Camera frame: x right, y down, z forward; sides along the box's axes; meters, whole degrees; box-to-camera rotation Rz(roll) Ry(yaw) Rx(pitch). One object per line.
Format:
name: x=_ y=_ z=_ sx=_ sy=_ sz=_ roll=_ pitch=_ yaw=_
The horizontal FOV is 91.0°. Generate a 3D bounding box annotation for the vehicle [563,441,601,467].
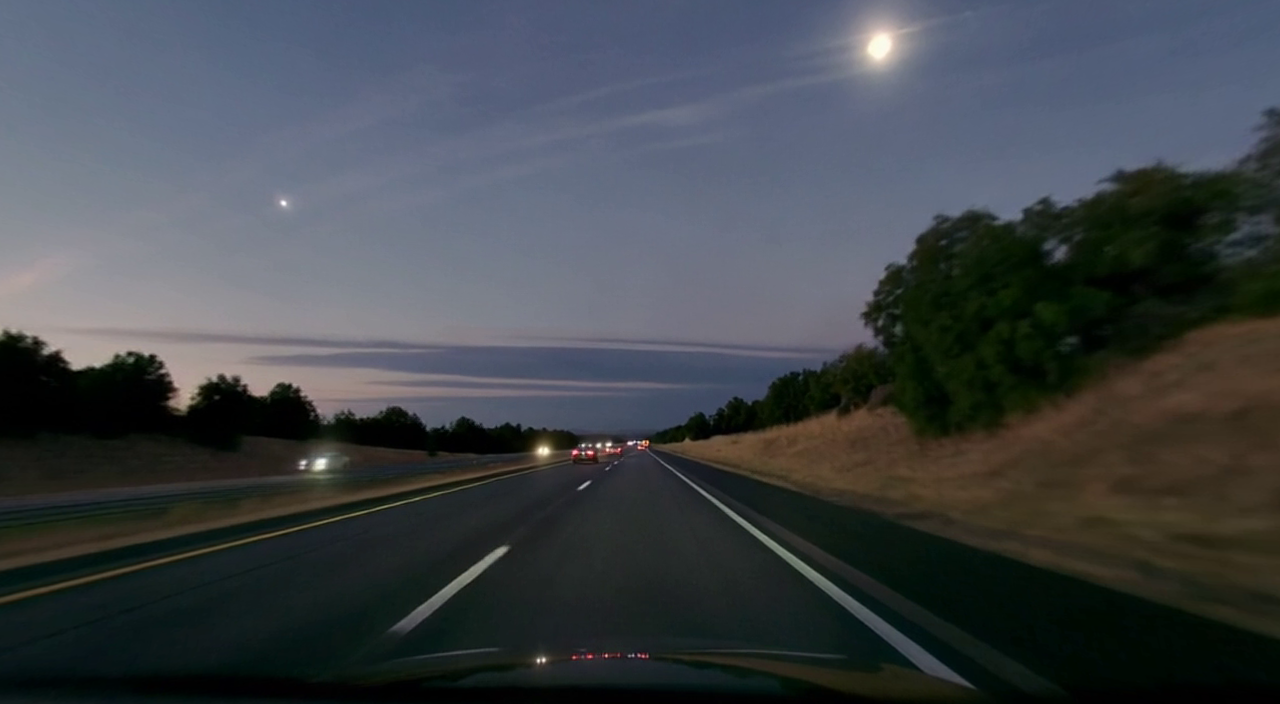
vehicle: x=-3.994 y=7.095 z=44.064 sx=2.132 sy=1.701 sz=4.303 roll=0 pitch=-9 yaw=1
